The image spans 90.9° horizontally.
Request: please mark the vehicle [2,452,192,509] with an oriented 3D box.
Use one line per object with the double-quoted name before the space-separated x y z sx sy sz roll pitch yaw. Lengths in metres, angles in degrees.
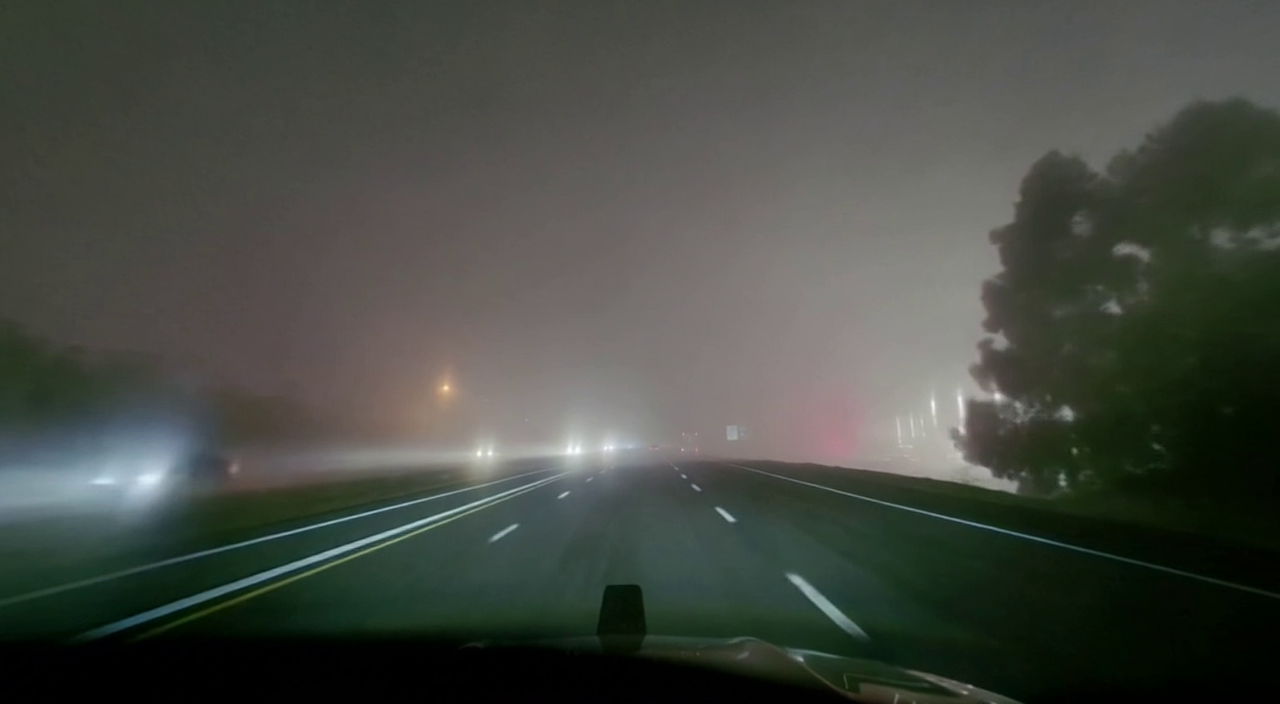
"vehicle" -16.329 3.844 19.357 1.807 1.442 4.421 0 -8 2
